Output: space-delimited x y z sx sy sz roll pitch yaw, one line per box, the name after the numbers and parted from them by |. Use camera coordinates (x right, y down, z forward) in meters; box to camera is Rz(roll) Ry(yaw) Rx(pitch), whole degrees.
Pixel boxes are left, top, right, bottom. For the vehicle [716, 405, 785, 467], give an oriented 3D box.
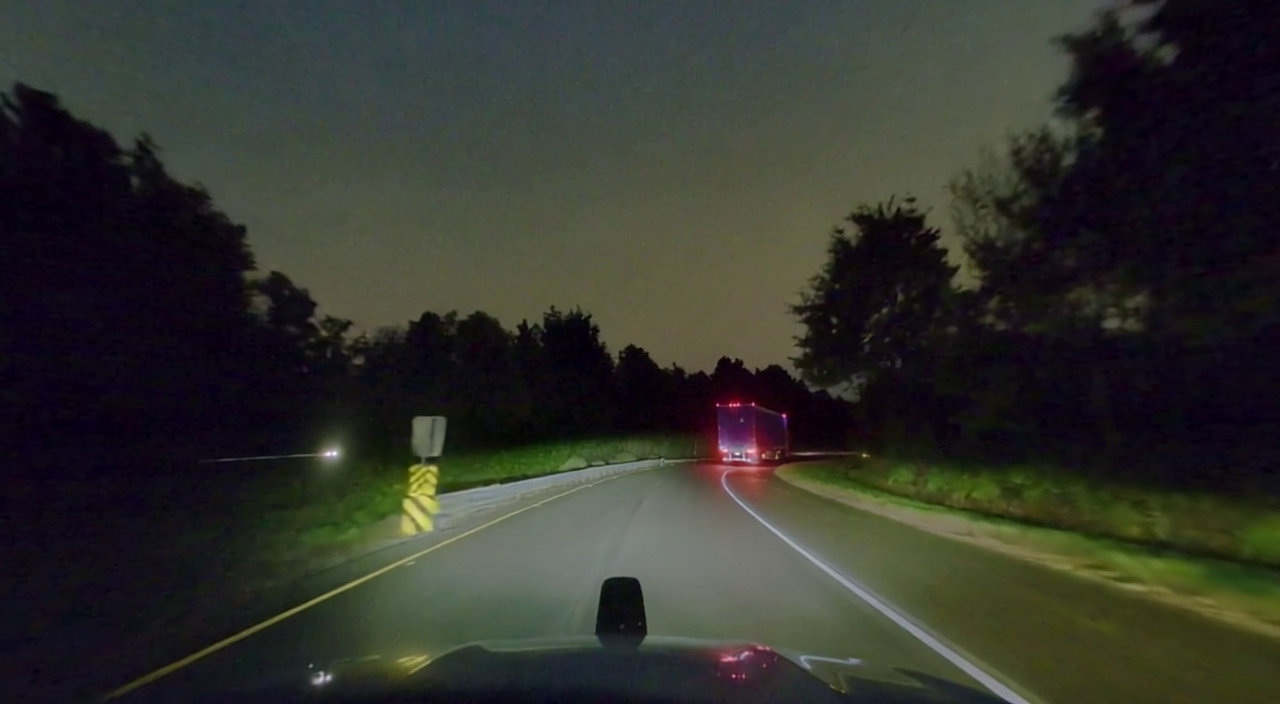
8.993 6.749 49.541 3.087 4.178 13.682 -3 -9 19 | vehicle
